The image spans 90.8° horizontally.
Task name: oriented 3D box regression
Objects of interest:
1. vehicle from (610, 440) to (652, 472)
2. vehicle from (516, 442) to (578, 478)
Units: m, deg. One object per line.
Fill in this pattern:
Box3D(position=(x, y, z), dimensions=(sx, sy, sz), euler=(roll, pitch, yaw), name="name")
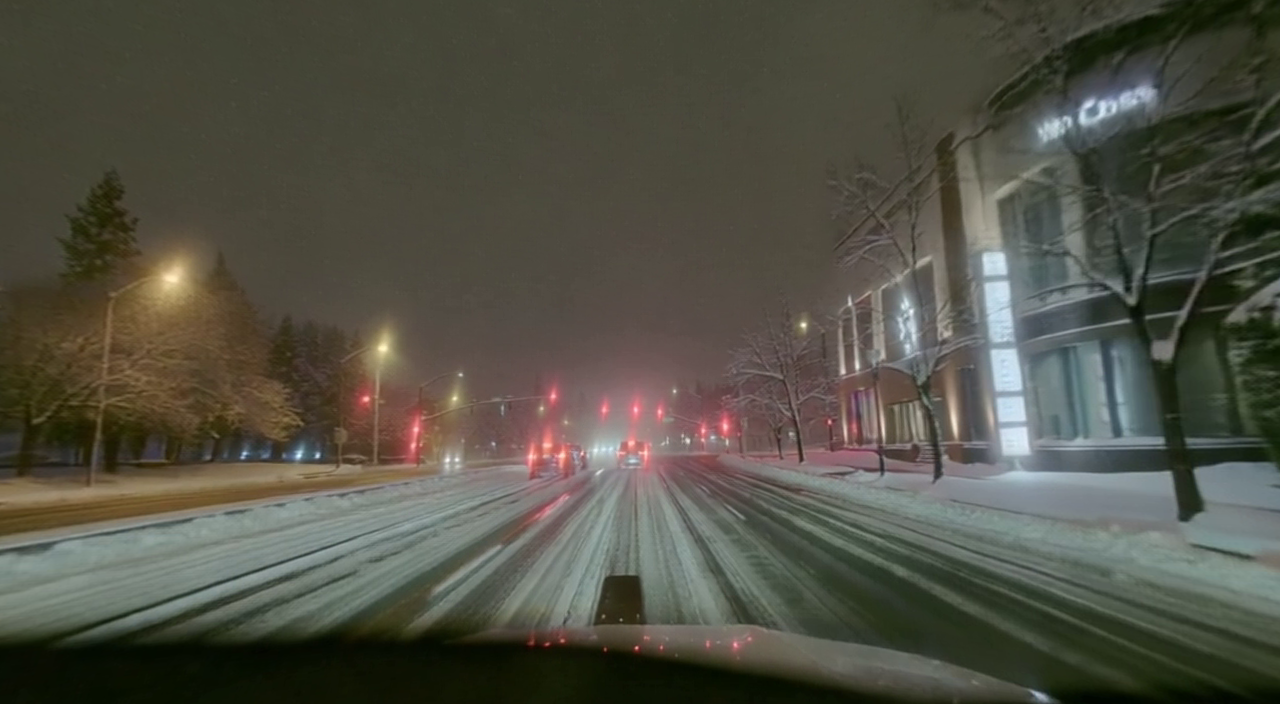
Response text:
Box3D(position=(-0.414, 5.335, 32.627), dimensions=(2.042, 1.555, 3.912), euler=(0, -9, 0), name="vehicle")
Box3D(position=(-4.001, 4.732, 27.923), dimensions=(2.020, 1.457, 4.496), euler=(0, -9, 1), name="vehicle")
